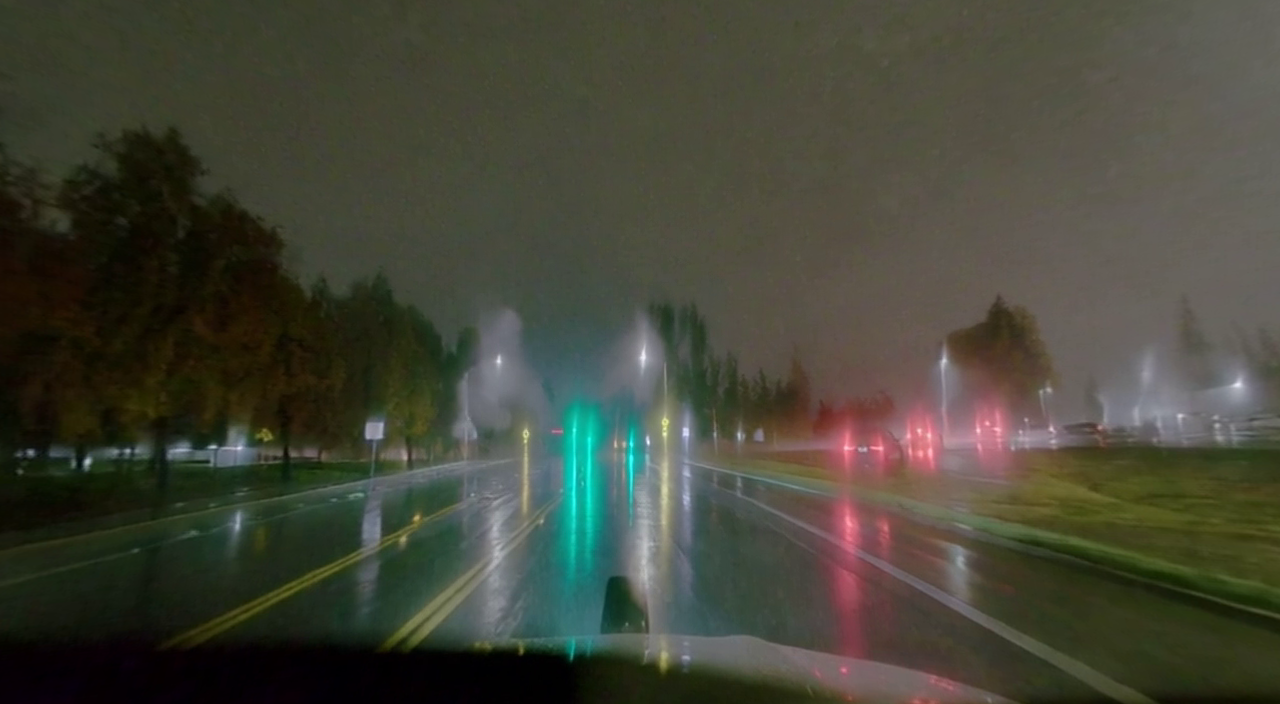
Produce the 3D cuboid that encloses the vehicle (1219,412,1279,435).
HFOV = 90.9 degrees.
[{"bbox_3d":[44.546,5.200,45.548,1.868,1.571,4.451,-2,-8,13],"label":"vehicle"}]

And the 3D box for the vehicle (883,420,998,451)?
[{"bbox_3d":[14.769,4.143,31.117,4.744,1.476,1.926,1,-8,-5],"label":"vehicle"}]

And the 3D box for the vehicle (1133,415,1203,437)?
[{"bbox_3d":[39.250,5.544,46.964,1.823,1.489,4.541,-1,-8,9],"label":"vehicle"}]
